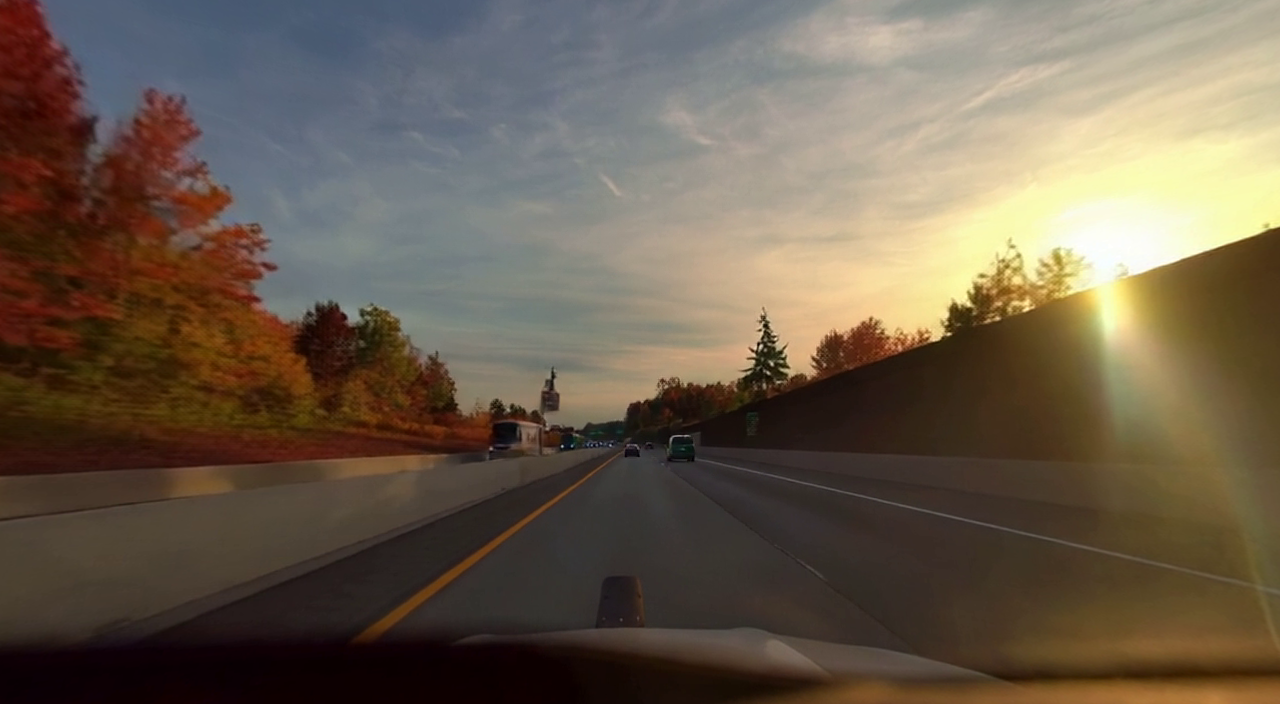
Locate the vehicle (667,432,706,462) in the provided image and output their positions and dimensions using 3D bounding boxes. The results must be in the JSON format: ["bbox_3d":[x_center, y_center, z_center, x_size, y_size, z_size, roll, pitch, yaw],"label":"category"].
[{"bbox_3d":[3.370,7.007,46.360,2.393,2.072,4.958,0,-8,-1],"label":"vehicle"}]
